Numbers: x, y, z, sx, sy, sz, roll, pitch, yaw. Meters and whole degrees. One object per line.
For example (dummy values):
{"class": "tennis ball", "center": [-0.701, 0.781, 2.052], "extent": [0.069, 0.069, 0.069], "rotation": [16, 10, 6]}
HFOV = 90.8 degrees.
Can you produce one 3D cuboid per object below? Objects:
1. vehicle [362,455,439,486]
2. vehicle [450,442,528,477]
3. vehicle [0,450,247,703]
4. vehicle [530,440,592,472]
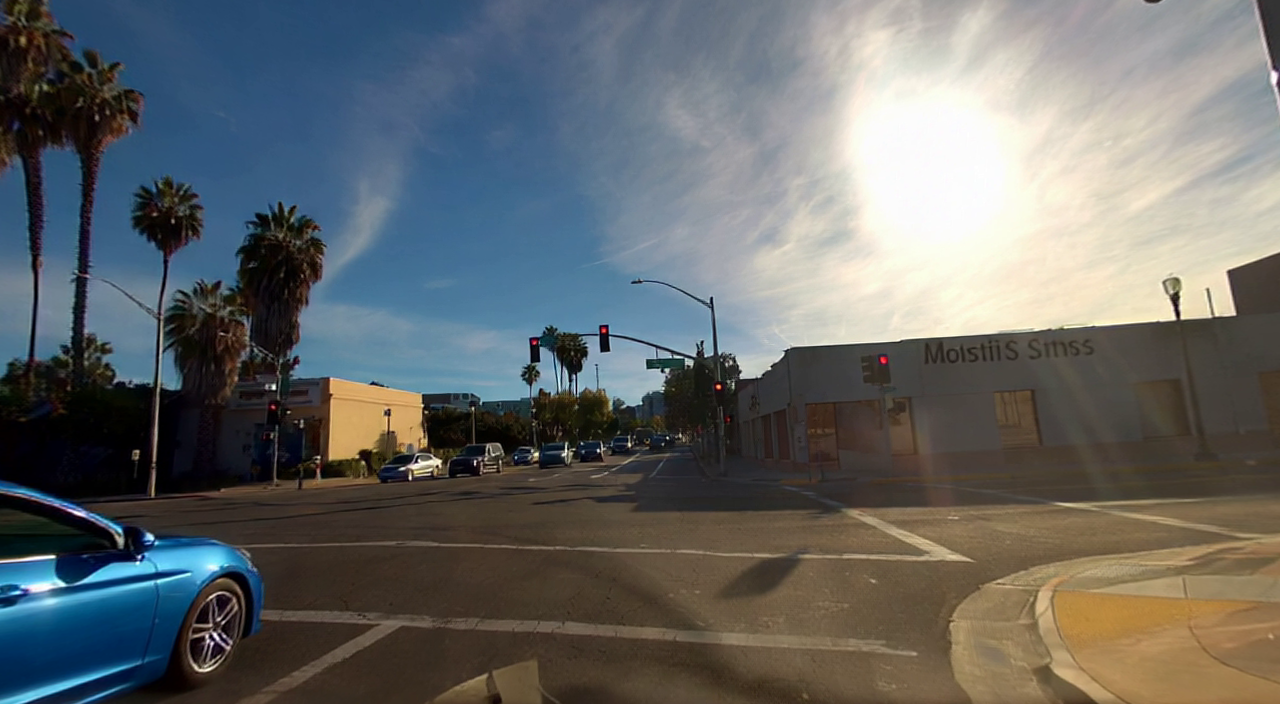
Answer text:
{"class": "vehicle", "center": [-12.657, 6.260, 33.723], "extent": [1.880, 1.440, 4.418], "rotation": [-3, -9, 9]}
{"class": "vehicle", "center": [-8.437, 6.082, 35.942], "extent": [2.152, 1.825, 5.406], "rotation": [-2, -9, 11]}
{"class": "vehicle", "center": [-3.698, 1.024, 2.248], "extent": [1.850, 1.325, 4.295], "rotation": [0, -9, 0]}
{"class": "vehicle", "center": [-4.527, 6.063, 36.903], "extent": [2.092, 1.709, 4.775], "rotation": [-2, -9, 12]}
